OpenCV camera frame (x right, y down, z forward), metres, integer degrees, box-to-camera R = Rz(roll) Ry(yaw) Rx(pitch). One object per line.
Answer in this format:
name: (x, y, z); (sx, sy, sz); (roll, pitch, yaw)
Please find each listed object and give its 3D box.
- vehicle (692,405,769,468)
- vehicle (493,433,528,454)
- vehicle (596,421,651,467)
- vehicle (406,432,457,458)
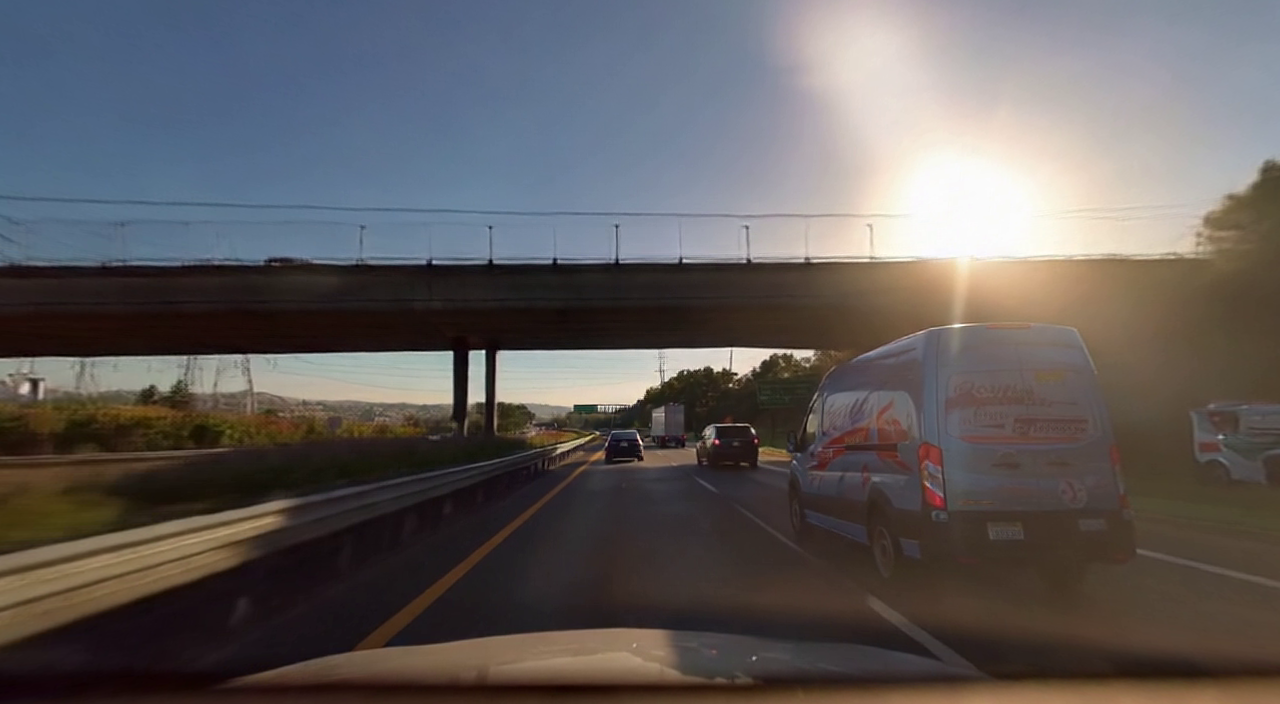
vehicle: (3.823, 3.717, 27.842); (2.387, 2.506, 5.374); (0, -8, -2)
vehicle: (-9.968, 7.048, 48.787); (1.952, 1.507, 4.281); (0, -8, -1)
vehicle: (-0.671, 3.792, 26.096); (2.073, 1.750, 4.116); (0, -8, -2)
vehicle: (-14.264, 6.392, 43.363); (2.056, 1.689, 4.491); (0, -8, -1)
